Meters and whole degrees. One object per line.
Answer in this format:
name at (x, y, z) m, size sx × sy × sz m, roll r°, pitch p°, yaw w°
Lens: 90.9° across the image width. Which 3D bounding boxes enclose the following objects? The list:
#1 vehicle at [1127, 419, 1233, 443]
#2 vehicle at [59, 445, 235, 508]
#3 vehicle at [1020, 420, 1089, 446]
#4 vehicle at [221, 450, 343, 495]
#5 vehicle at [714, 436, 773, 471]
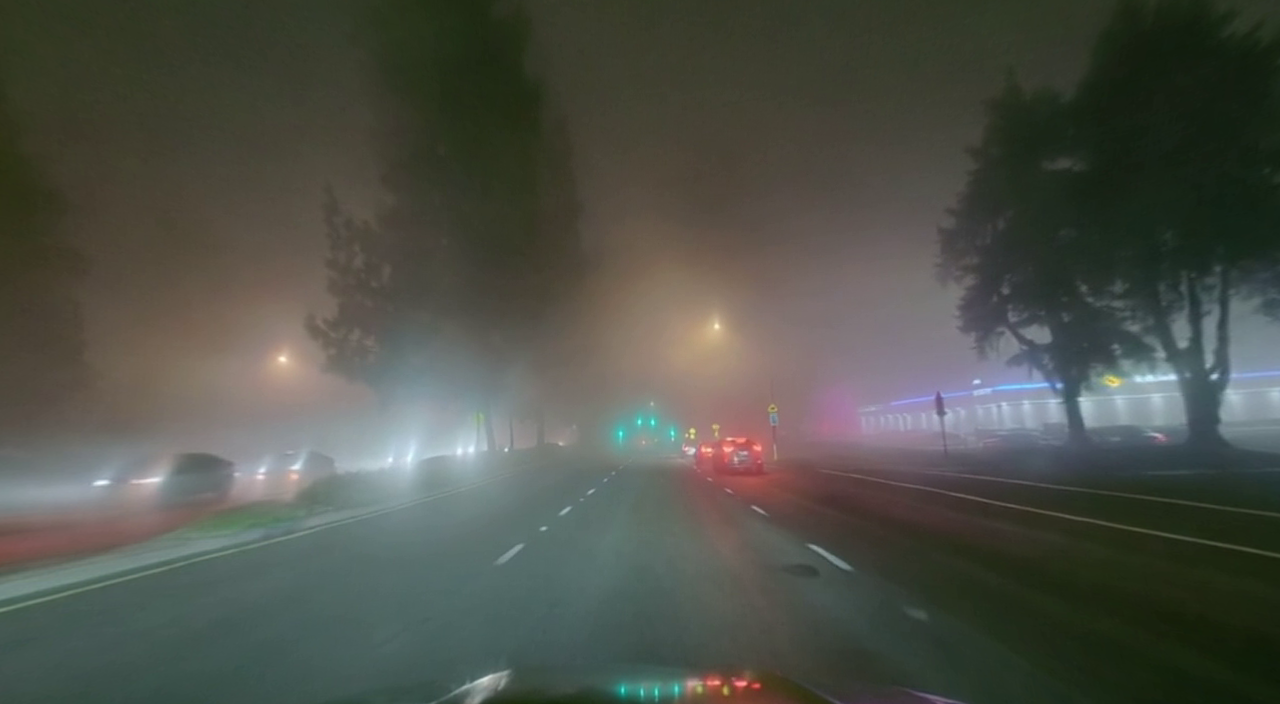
vehicle at (33.193, 4.881, 38.856) m, size 4.540 × 1.446 × 1.919 m, roll -1°, pitch -8°, yaw 6°
vehicle at (-16.679, 4.166, 21.769) m, size 2.072 × 1.862 × 4.948 m, roll 0°, pitch -8°, yaw 0°
vehicle at (29.486, 5.780, 45.063) m, size 1.811 × 1.664 × 5.065 m, roll -3°, pitch -7°, yaw 5°
vehicle at (-13.167, 4.409, 23.552) m, size 1.847 × 1.424 × 4.521 m, roll 0°, pitch -8°, yaw 1°
vehicle at (4.614, 4.568, 28.658) m, size 1.913 × 1.463 × 4.198 m, roll 0°, pitch -8°, yaw -1°
